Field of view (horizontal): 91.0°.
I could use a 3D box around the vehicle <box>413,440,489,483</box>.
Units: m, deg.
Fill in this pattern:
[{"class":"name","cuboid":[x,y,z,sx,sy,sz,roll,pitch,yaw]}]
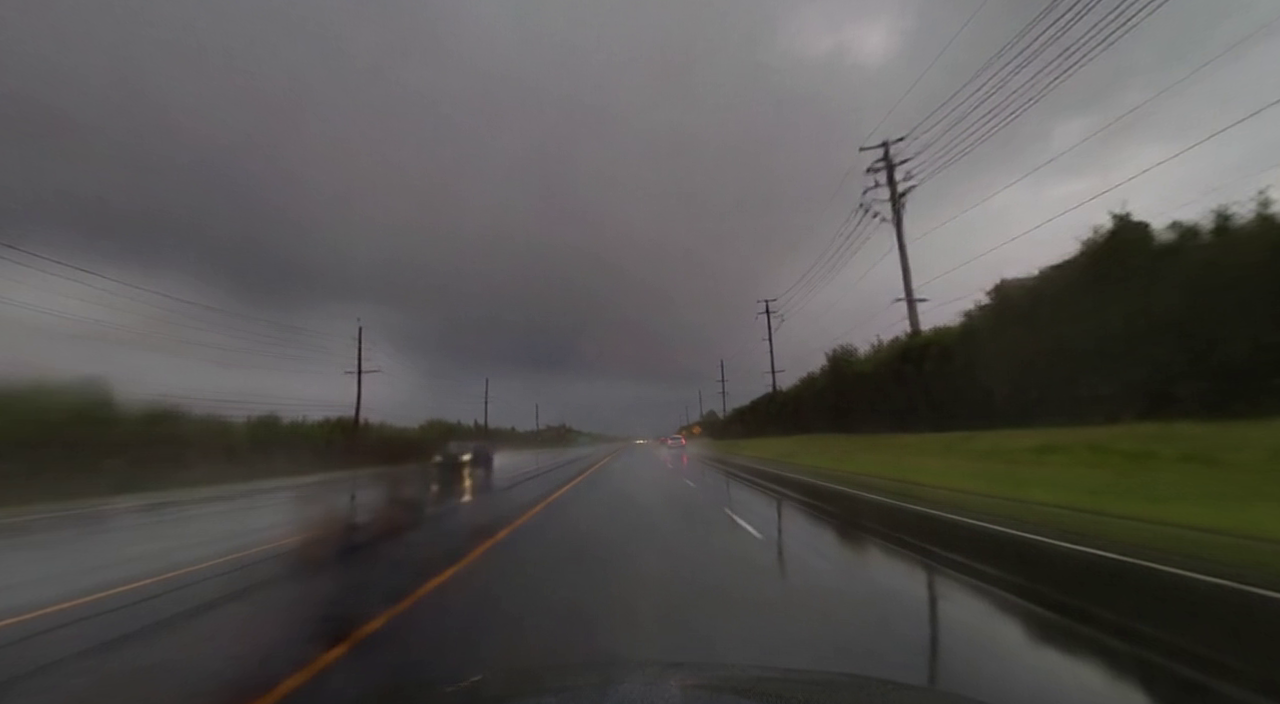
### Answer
[{"class":"vehicle","cuboid":[-7.877,4.572,26.657,1.918,1.607,4.302,0,-8,-1]}]
